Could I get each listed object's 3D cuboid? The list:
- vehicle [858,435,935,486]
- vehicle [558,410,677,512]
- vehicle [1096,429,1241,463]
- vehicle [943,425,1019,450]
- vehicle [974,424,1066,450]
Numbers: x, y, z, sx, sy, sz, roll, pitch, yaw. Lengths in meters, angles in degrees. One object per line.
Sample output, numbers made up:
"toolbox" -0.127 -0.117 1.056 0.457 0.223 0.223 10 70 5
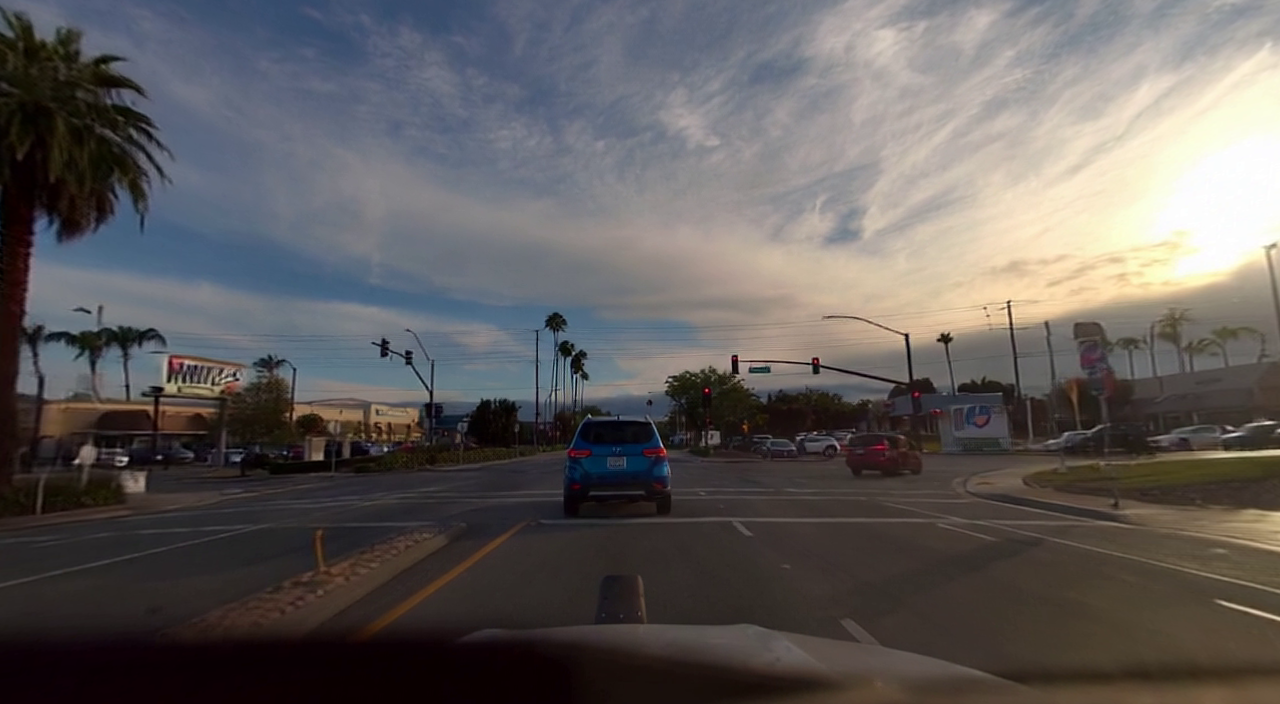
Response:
"vehicle" 9.054 3.713 22.101 2.086 1.560 4.542 -4 -9 26
"vehicle" -0.391 2.416 14.459 2.263 1.932 4.709 0 -8 1
"vehicle" 24.226 4.316 29.135 4.745 1.474 1.923 -1 -8 7
"vehicle" 25.151 6.315 46.592 4.641 1.778 1.958 -5 -10 33
"vehicle" 28.908 6.519 48.113 5.809 1.839 1.957 -5 -10 33
